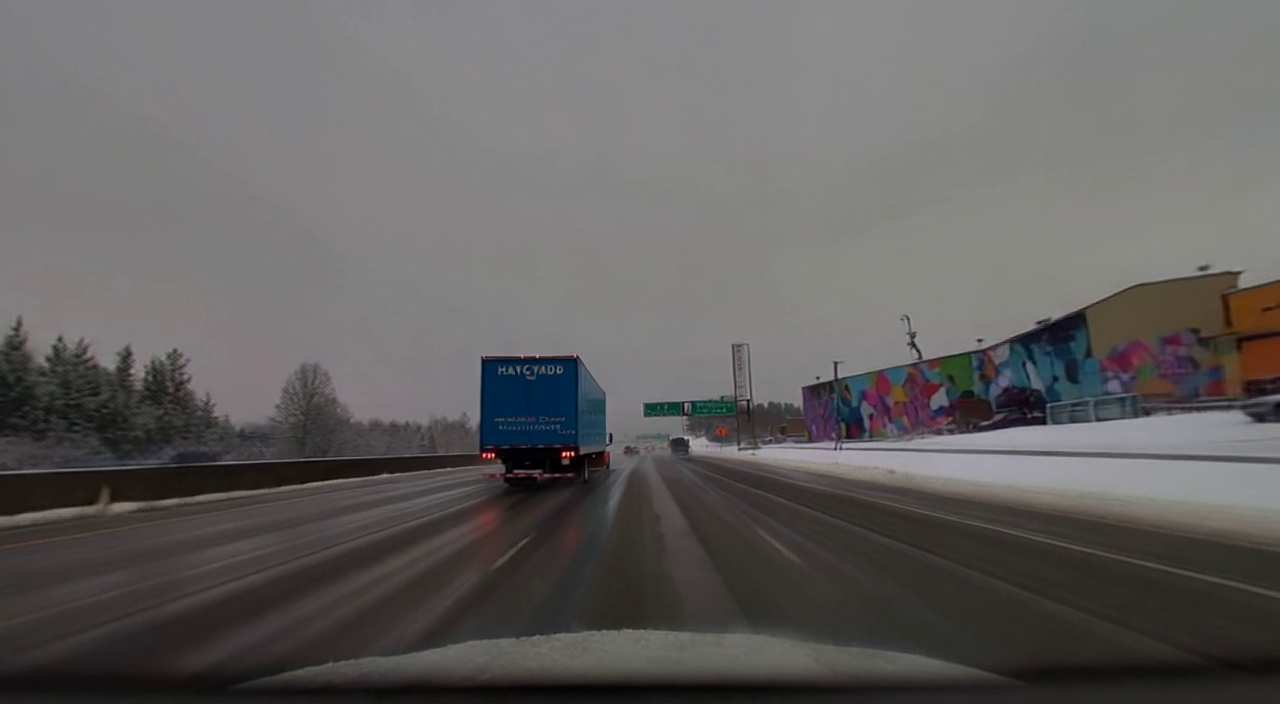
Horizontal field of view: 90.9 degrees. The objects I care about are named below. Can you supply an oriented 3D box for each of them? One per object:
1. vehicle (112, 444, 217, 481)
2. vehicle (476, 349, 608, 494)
[{"bbox_3d":[-25.163,5.827,33.611,1.998,1.774,4.526,0,-8,1],"label":"vehicle"},{"bbox_3d":[-2.988,2.520,22.255,2.977,4.048,8.890,-1,-7,2],"label":"vehicle"}]
